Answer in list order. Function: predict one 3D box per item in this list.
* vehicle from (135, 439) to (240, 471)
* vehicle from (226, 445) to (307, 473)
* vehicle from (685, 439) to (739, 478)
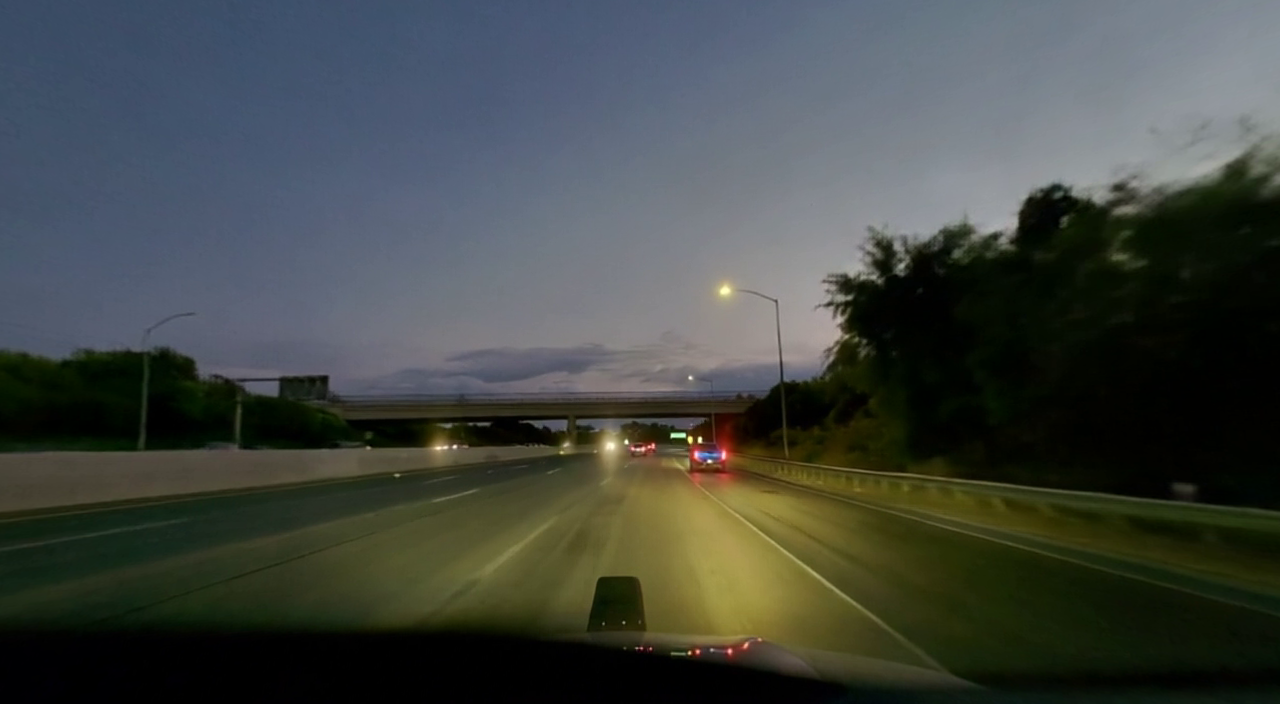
[{"bbox_3d":[-24.047,5.468,33.798,2.051,1.570,4.705,0,-8,1],"label":"vehicle"},{"bbox_3d":[-20.704,5.945,35.207,1.943,1.428,4.122,0,-8,1],"label":"vehicle"},{"bbox_3d":[3.251,4.920,29.434,2.010,1.637,4.940,0,-8,1],"label":"vehicle"}]
